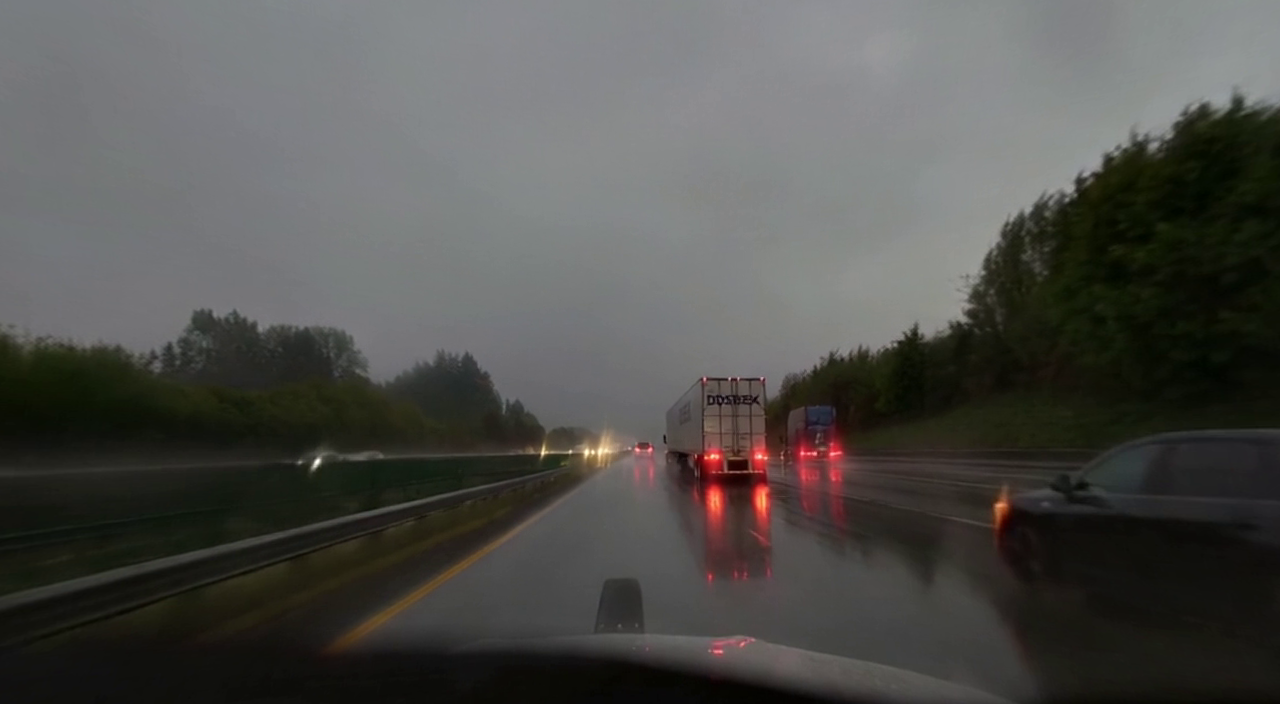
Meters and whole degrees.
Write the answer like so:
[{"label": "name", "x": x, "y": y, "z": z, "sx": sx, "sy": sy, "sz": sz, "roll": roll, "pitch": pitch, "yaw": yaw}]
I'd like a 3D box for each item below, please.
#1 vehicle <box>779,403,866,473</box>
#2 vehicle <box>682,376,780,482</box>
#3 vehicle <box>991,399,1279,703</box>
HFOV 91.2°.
[{"label": "vehicle", "x": 11.407, "y": 5.562, "z": 40.188, "sx": 2.938, "sy": 3.990, "sz": 8.556, "roll": 0, "pitch": -9, "yaw": 0}, {"label": "vehicle", "x": 3.762, "y": 3.659, "z": 28.628, "sx": 3.025, "sy": 4.010, "sz": 9.542, "roll": 0, "pitch": -9, "yaw": 0}, {"label": "vehicle", "x": 3.997, "y": 1.019, "z": 3.277, "sx": 1.948, "sy": 1.481, "sz": 3.955, "roll": 0, "pitch": -9, "yaw": -1}]
